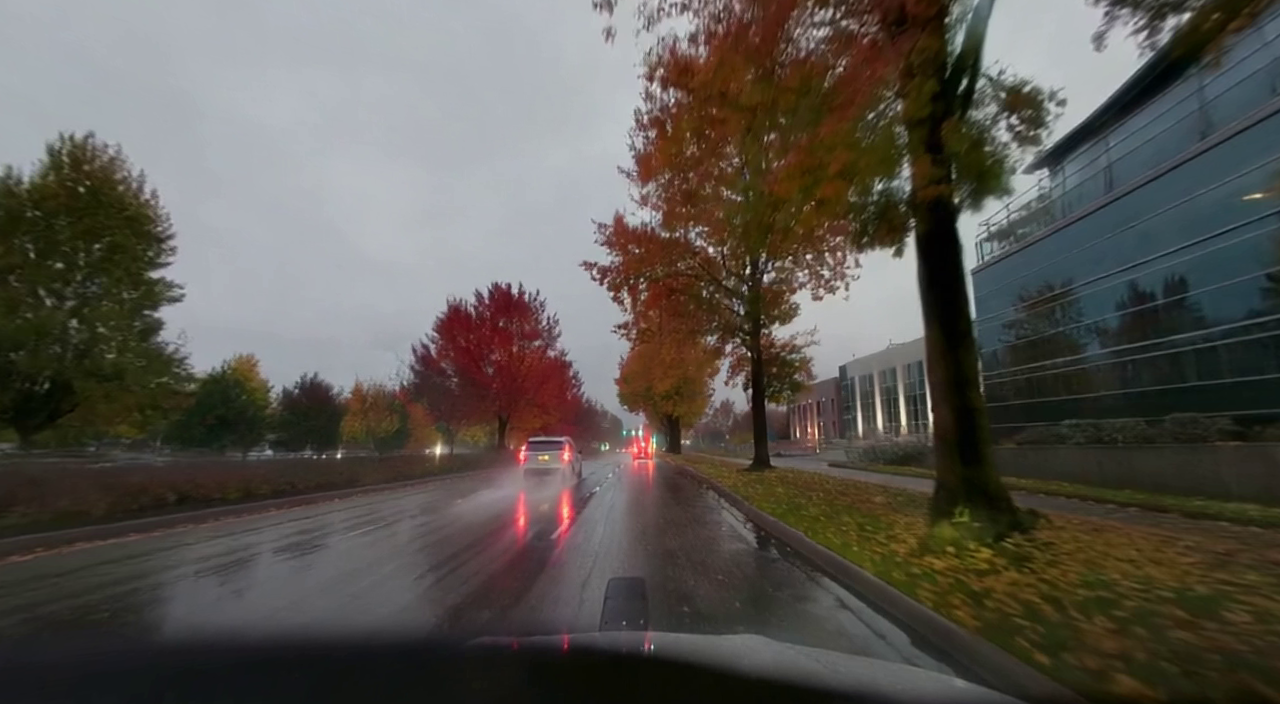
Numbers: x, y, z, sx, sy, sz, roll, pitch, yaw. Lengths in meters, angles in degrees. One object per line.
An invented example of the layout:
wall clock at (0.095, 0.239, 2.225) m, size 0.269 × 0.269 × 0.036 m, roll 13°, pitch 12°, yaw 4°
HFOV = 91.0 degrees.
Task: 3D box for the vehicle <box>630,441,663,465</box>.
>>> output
vehicle at (0.387, 6.579, 41.295) m, size 2.040 × 1.493 × 3.682 m, roll 0°, pitch -8°, yaw -1°

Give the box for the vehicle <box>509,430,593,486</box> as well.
vehicle at (-2.924, 3.609, 21.684) m, size 2.197 × 1.709 × 4.069 m, roll 0°, pitch -8°, yaw 1°

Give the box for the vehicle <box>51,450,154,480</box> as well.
vehicle at (-30.465, 6.388, 35.880) m, size 1.793 × 1.486 × 4.631 m, roll 0°, pitch -8°, yaw 0°
